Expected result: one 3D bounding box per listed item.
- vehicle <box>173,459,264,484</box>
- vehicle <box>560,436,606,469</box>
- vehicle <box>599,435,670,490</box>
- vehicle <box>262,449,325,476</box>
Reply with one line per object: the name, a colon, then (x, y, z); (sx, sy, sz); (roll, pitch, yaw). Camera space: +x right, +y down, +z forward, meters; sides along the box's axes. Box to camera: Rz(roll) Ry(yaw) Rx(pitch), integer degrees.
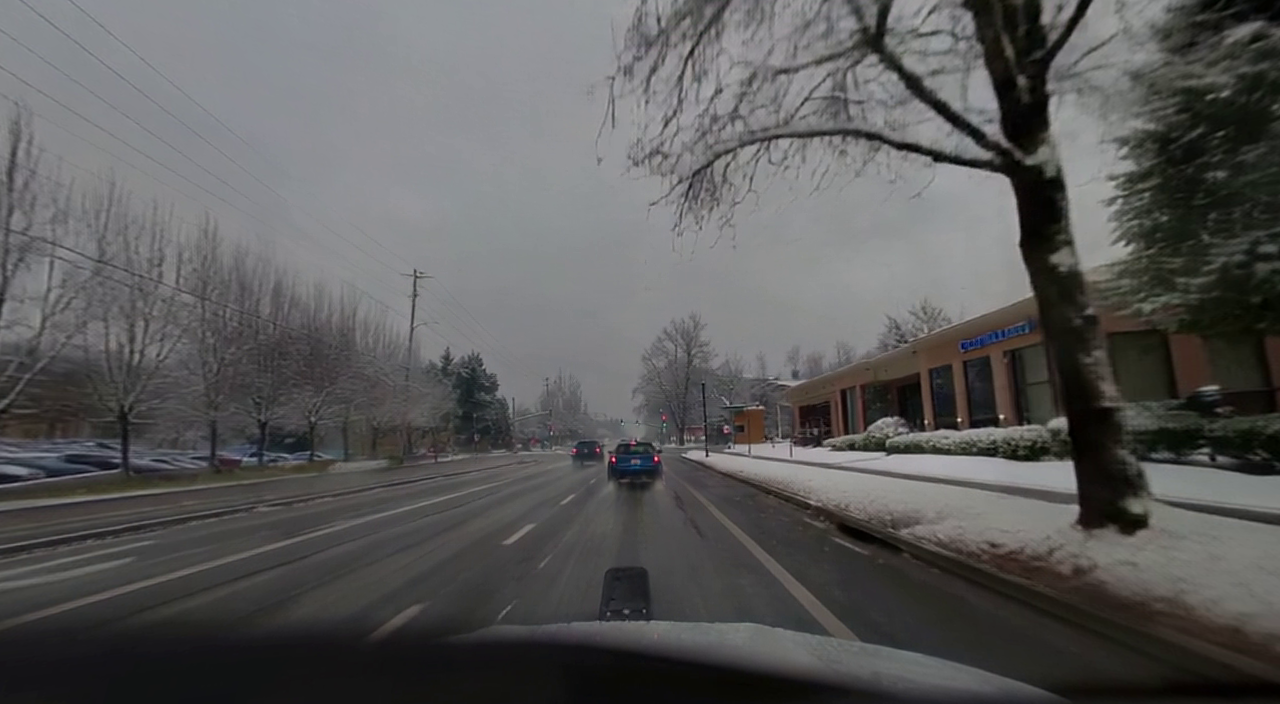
vehicle: (-26.339, 7.450, 39.442); (4.553, 1.479, 1.768); (-1, -9, 7)
vehicle: (-3.303, 5.975, 37.727); (2.064, 1.859, 5.154); (0, -8, 2)
vehicle: (-0.149, 3.613, 21.026); (2.108, 1.612, 4.246); (0, -8, 0)
vehicle: (-24.489, 7.804, 44.747); (1.791, 1.724, 4.432); (0, -8, 2)
